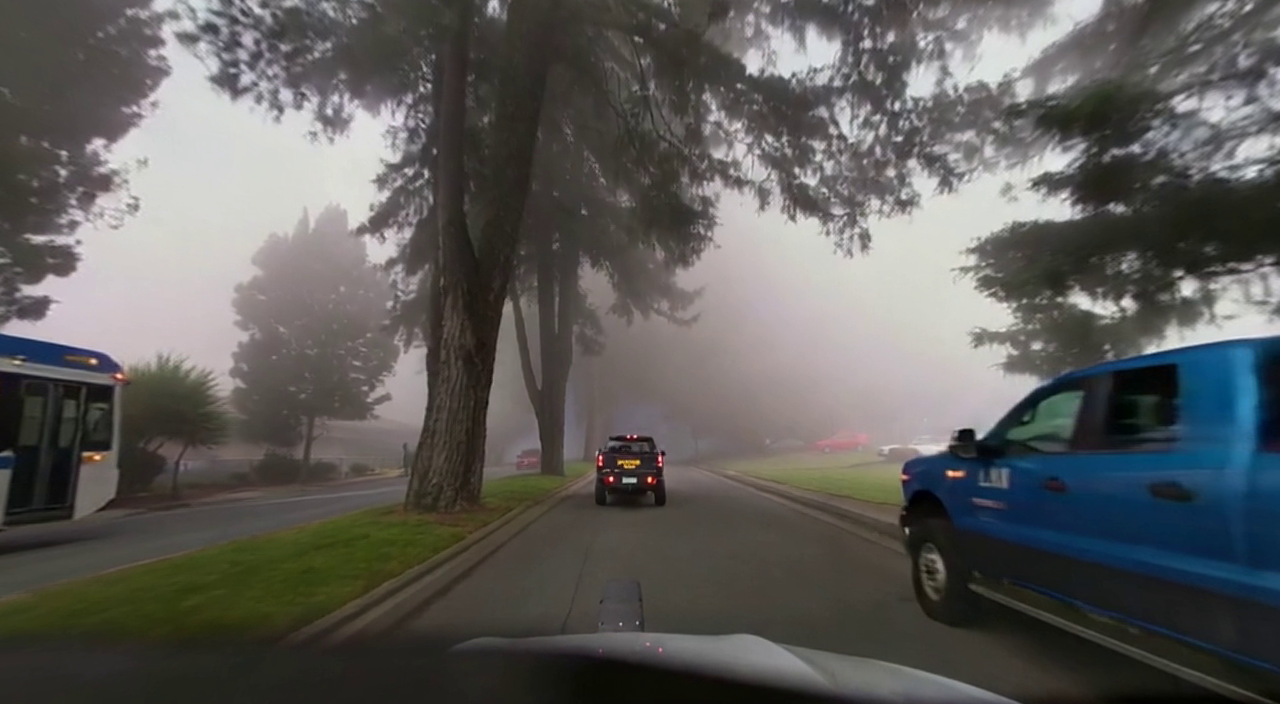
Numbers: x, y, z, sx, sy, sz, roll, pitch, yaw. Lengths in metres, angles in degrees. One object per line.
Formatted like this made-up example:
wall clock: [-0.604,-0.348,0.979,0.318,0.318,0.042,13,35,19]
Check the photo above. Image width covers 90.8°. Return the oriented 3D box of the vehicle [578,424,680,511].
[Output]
vehicle: [-0.266,2.875,16.257,2.157,1.816,5.804,0,-9,-1]

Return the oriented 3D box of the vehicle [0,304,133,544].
vehicle: [-12.261,0.674,6.998,2.996,4.022,12.692,0,-9,-1]

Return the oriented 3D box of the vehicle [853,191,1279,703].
vehicle: [3.691,0.627,2.558,2.802,2.303,7.582,0,-9,-2]

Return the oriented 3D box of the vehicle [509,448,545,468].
vehicle: [-8.871,8.364,49.977,2.027,1.493,4.707,0,-9,-1]
